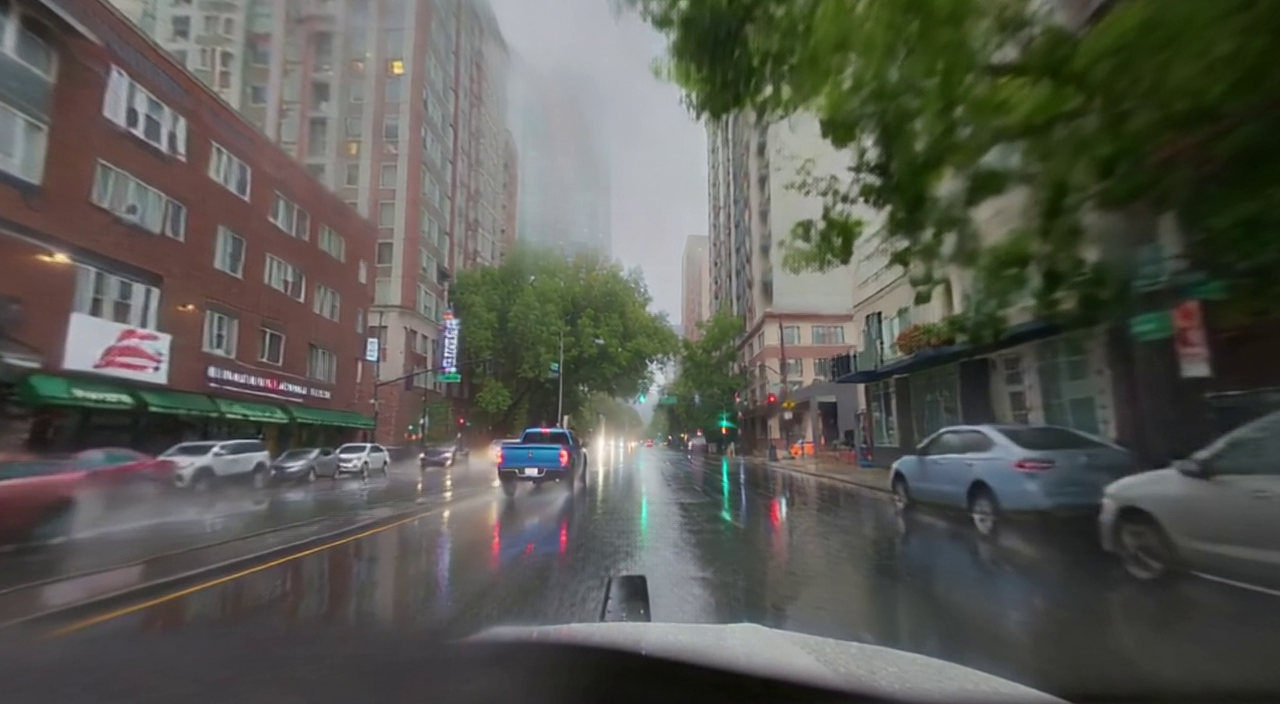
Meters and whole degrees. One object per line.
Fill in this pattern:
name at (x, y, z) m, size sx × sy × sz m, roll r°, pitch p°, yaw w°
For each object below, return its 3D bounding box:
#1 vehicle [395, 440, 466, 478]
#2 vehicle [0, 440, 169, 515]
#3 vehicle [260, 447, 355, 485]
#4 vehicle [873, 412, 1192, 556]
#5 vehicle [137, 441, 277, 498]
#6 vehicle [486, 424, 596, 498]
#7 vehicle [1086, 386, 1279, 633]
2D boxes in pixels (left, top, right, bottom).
vehicle at (-9.932, 5.095, 30.235) m, size 1.894 × 1.636 × 4.057 m, roll 0°, pitch -9°, yaw 1°
vehicle at (-16.170, 3.463, 17.905) m, size 1.928 × 1.824 × 4.664 m, roll 0°, pitch -9°, yaw 0°
vehicle at (-16.014, 5.489, 30.697) m, size 2.100 × 1.596 × 4.739 m, roll -2°, pitch -9°, yaw 0°
vehicle at (5.875, 2.041, 10.470) m, size 2.137 × 1.795 × 4.854 m, roll 0°, pitch -9°, yaw 0°
vehicle at (-15.973, 4.309, 23.657) m, size 1.948 × 1.827 × 4.730 m, roll -2°, pitch -8°, yaw 0°
vehicle at (-2.613, 3.078, 18.131) m, size 2.197 × 1.786 × 5.365 m, roll 0°, pitch -9°, yaw 1°
vehicle at (5.819, 1.112, 4.286) m, size 2.043 × 1.841 × 4.842 m, roll 0°, pitch -9°, yaw 1°
